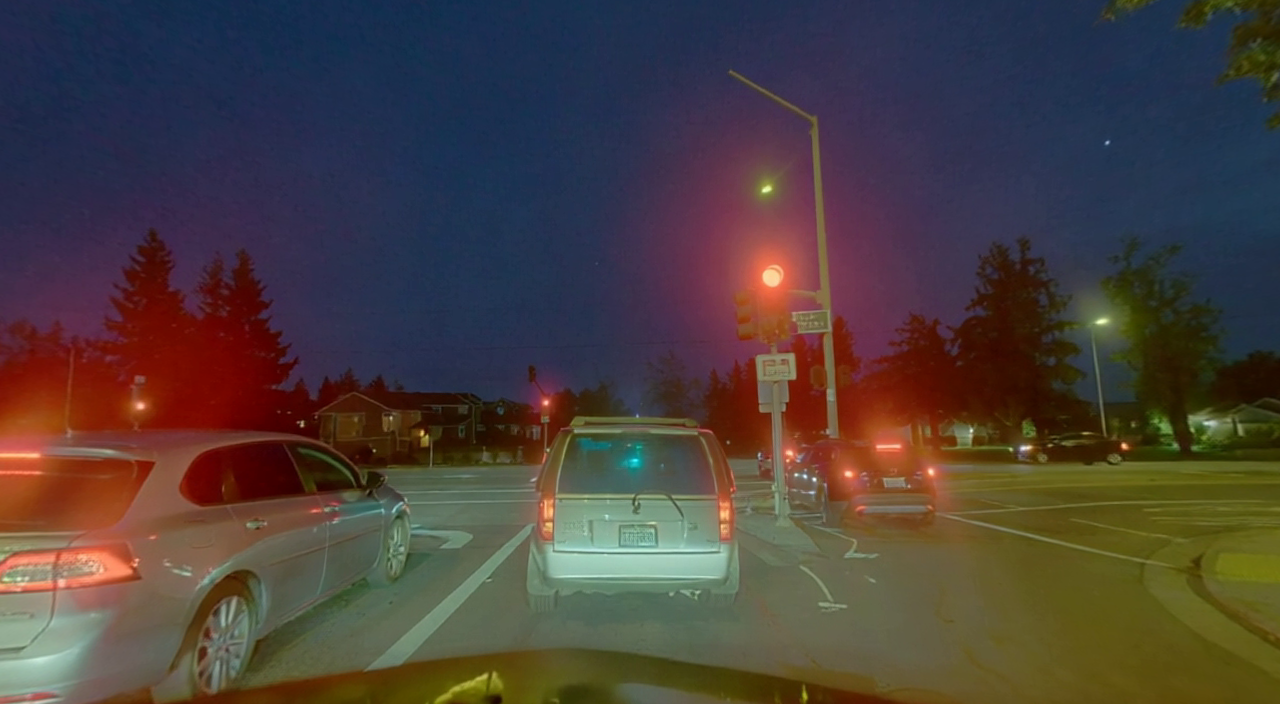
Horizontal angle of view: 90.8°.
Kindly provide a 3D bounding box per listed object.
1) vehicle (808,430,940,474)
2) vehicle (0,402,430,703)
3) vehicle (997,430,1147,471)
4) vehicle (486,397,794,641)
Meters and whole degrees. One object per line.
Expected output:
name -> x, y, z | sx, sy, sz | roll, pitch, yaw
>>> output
vehicle -> 9.908, 4.280, 27.104 | 4.887, 1.769, 2.035 | -1, -9, 6
vehicle -> -3.297, 1.272, 4.703 | 2.035, 1.492, 4.415 | 0, -9, -2
vehicle -> 17.811, 4.087, 26.242 | 4.670, 1.616, 1.926 | -1, -9, 6
vehicle -> -0.142, 1.471, 6.563 | 2.154, 1.670, 4.140 | 1, -9, -5
